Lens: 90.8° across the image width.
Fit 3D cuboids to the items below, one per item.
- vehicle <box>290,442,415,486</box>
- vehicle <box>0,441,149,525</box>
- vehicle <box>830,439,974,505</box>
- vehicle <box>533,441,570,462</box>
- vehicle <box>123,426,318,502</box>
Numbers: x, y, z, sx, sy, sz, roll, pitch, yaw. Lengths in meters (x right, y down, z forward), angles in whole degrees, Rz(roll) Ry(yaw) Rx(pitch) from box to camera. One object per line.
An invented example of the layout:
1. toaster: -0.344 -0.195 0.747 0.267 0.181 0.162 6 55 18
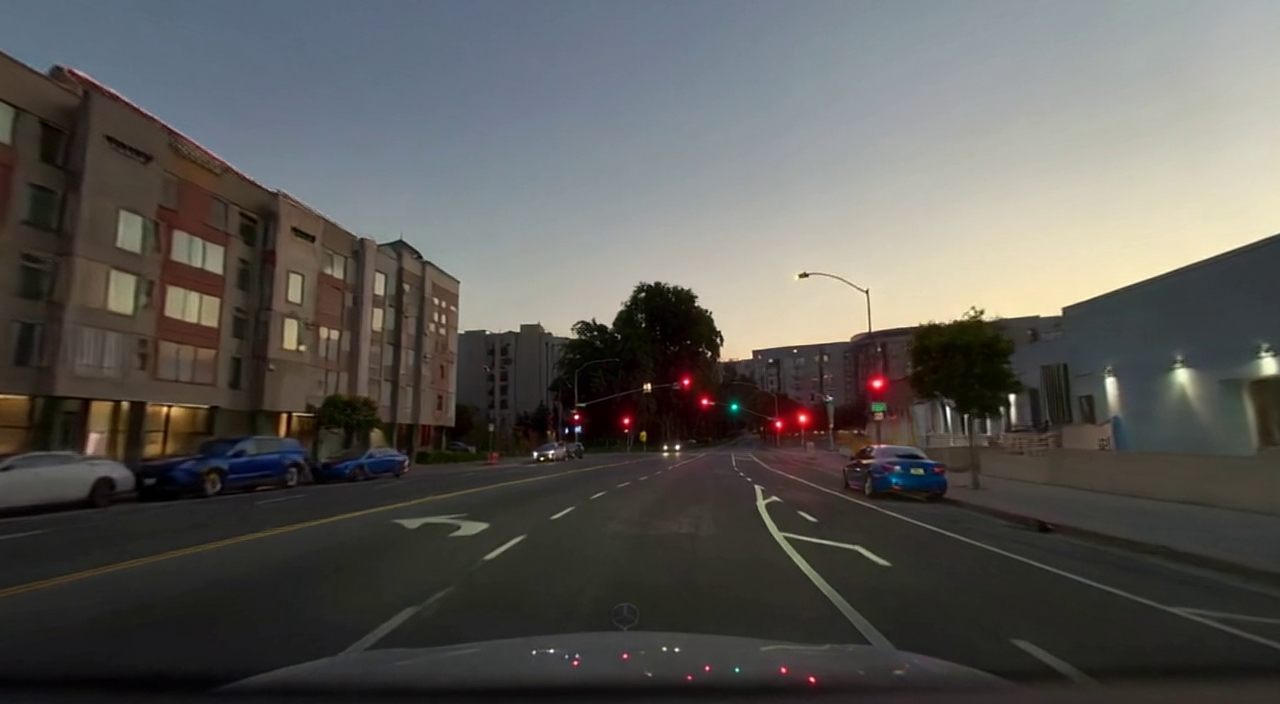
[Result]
1. vehicle: -10.782 4.218 24.199 1.894 1.493 4.902 -1 -8 9
2. vehicle: -12.424 2.508 12.359 1.830 1.497 4.436 -1 -8 4
3. vehicle: 6.723 3.098 16.970 2.010 1.473 5.353 -1 -8 5
4. vehicle: -6.873 7.777 49.383 1.868 1.520 3.796 -1 -8 7
5. vehicle: -11.745 3.151 18.211 2.083 1.882 4.642 -1 -8 6
